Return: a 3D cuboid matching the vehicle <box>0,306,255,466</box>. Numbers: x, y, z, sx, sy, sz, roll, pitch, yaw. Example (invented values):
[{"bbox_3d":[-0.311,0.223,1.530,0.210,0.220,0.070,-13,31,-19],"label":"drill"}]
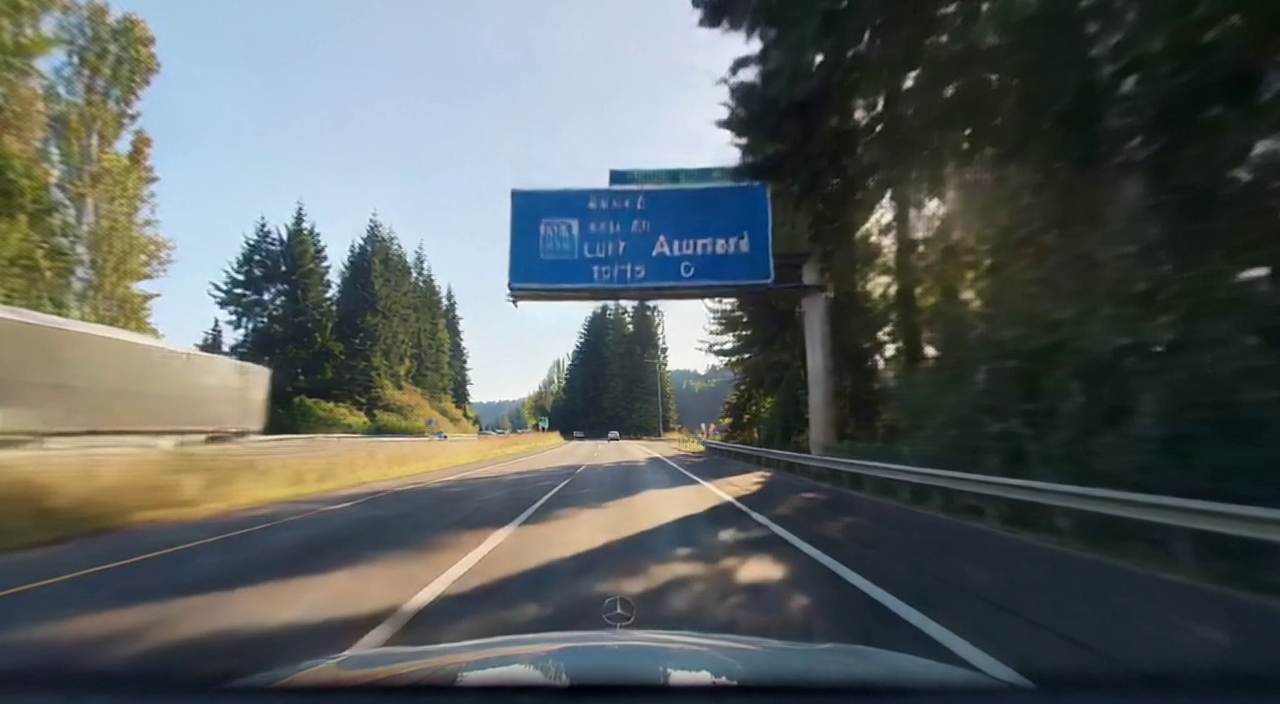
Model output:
[{"bbox_3d":[-17.345,1.281,18.800,2.903,3.910,14.634,0,-8,-2],"label":"vehicle"}]
